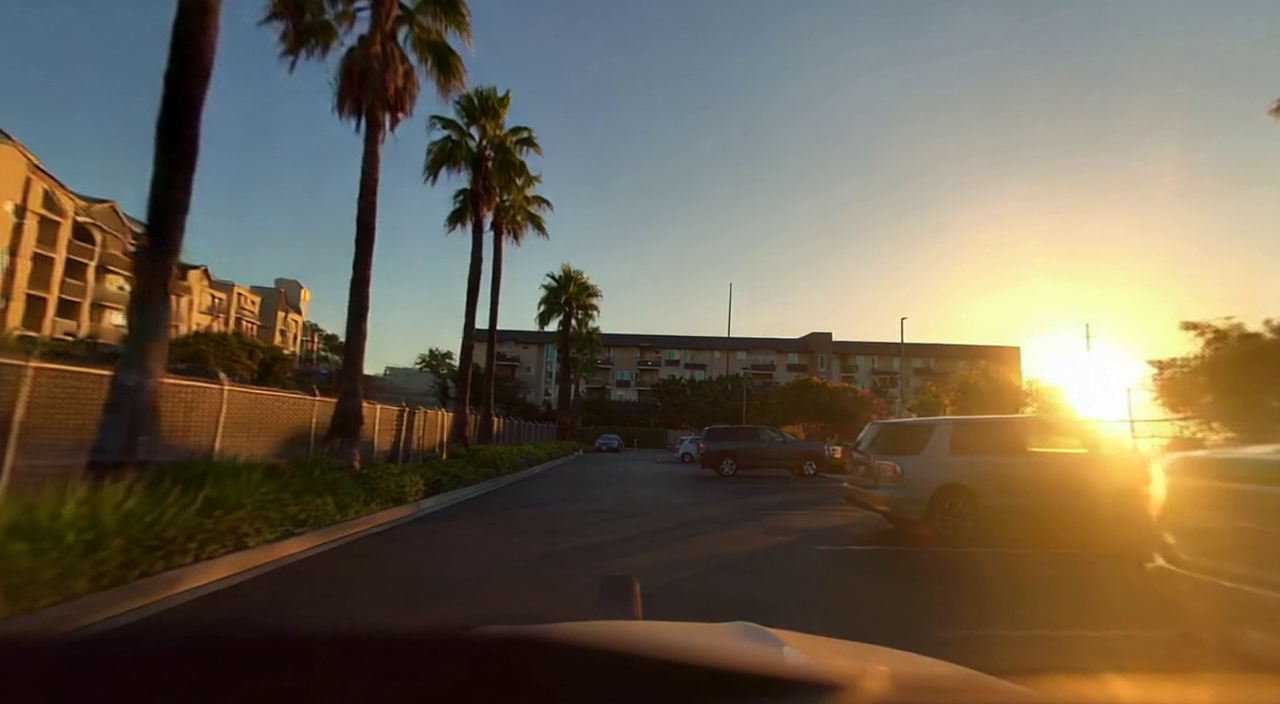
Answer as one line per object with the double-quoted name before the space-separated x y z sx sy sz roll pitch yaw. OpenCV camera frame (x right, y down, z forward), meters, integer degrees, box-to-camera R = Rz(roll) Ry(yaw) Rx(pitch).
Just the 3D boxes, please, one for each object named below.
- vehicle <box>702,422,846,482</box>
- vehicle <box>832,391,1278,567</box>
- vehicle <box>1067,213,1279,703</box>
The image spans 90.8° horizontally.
"vehicle" 4.611 3.508 22.198 4.609 1.734 1.909 3 -8 0
"vehicle" 5.258 1.649 8.668 4.691 1.877 1.959 2 -8 4
"vehicle" 5.134 0.636 2.235 5.639 2.033 2.172 2 -7 3
